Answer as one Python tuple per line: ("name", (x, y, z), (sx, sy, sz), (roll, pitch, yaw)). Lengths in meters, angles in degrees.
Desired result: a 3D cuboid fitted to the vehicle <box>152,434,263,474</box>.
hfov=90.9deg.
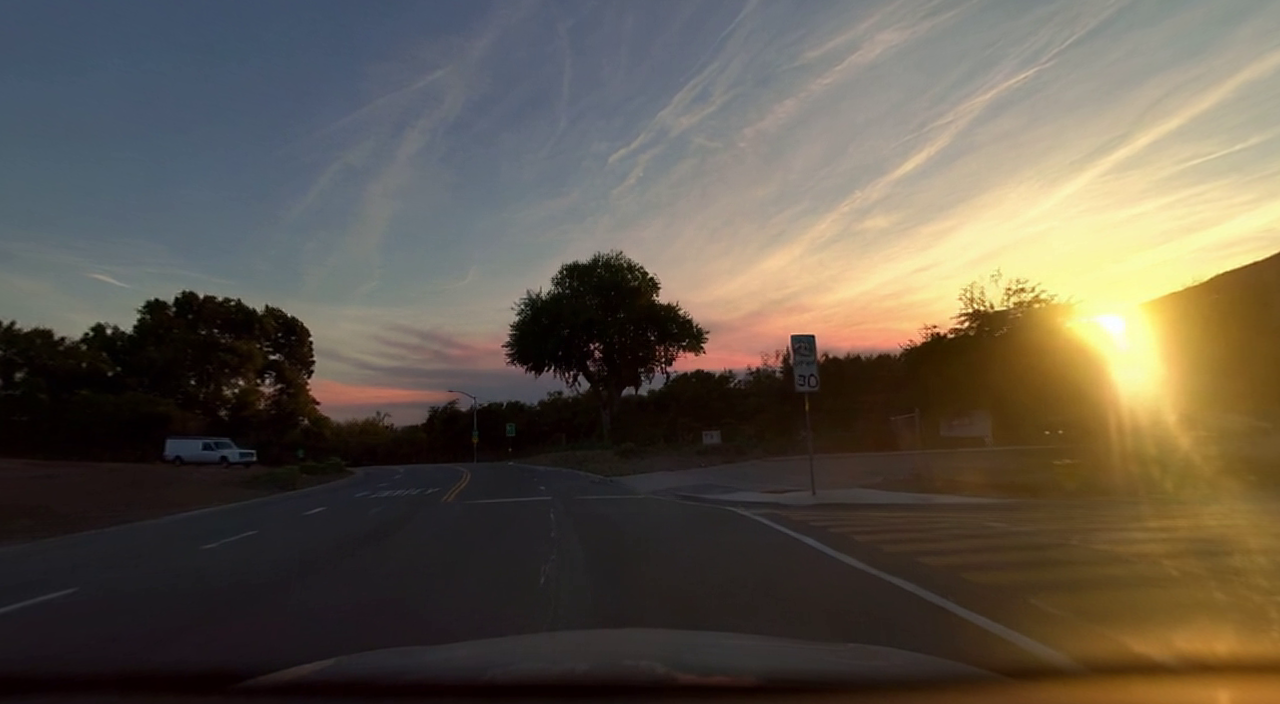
("vehicle", (-23.147, 5.443, 33.805), (4.699, 1.996, 2.116), (-2, -9, 11))
